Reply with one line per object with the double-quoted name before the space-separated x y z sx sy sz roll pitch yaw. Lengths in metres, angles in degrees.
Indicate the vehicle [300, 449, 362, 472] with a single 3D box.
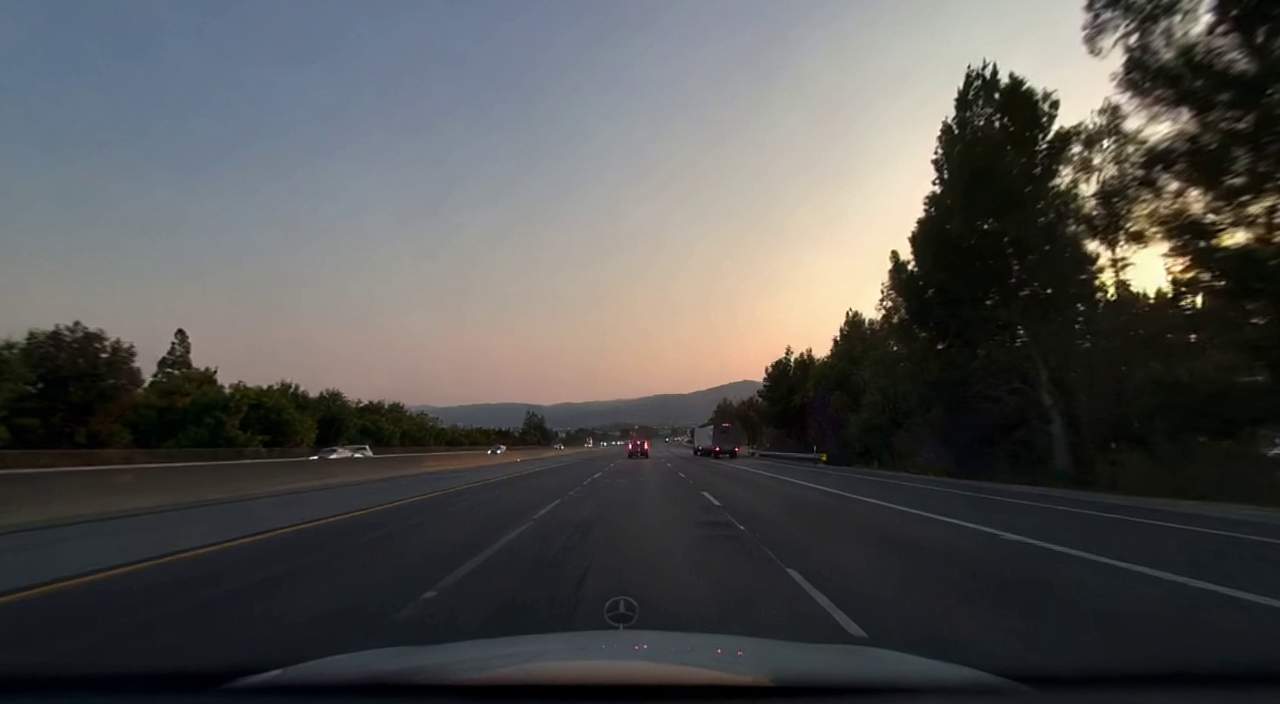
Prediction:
"vehicle" -21.666 7.576 44.447 1.911 1.464 4.716 0 -8 1
